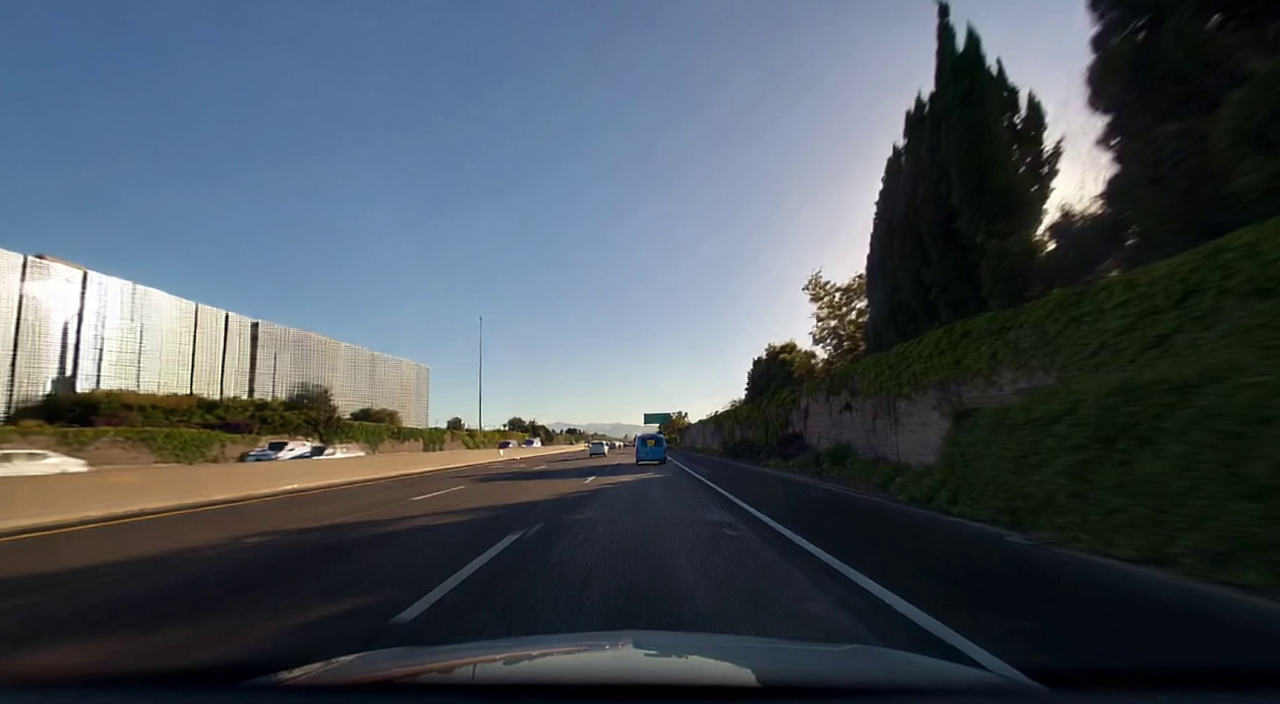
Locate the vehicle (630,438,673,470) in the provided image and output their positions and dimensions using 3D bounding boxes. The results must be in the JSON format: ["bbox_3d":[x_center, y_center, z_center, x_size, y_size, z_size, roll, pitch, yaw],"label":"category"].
[{"bbox_3d":[0.514,5.056,31.316,1.997,1.484,3.409,0,-8,-2],"label":"vehicle"}]

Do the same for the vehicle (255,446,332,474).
[{"bbox_3d":[-18.471,5.766,33.769,1.838,1.391,3.939,0,-8,0],"label":"vehicle"}]
